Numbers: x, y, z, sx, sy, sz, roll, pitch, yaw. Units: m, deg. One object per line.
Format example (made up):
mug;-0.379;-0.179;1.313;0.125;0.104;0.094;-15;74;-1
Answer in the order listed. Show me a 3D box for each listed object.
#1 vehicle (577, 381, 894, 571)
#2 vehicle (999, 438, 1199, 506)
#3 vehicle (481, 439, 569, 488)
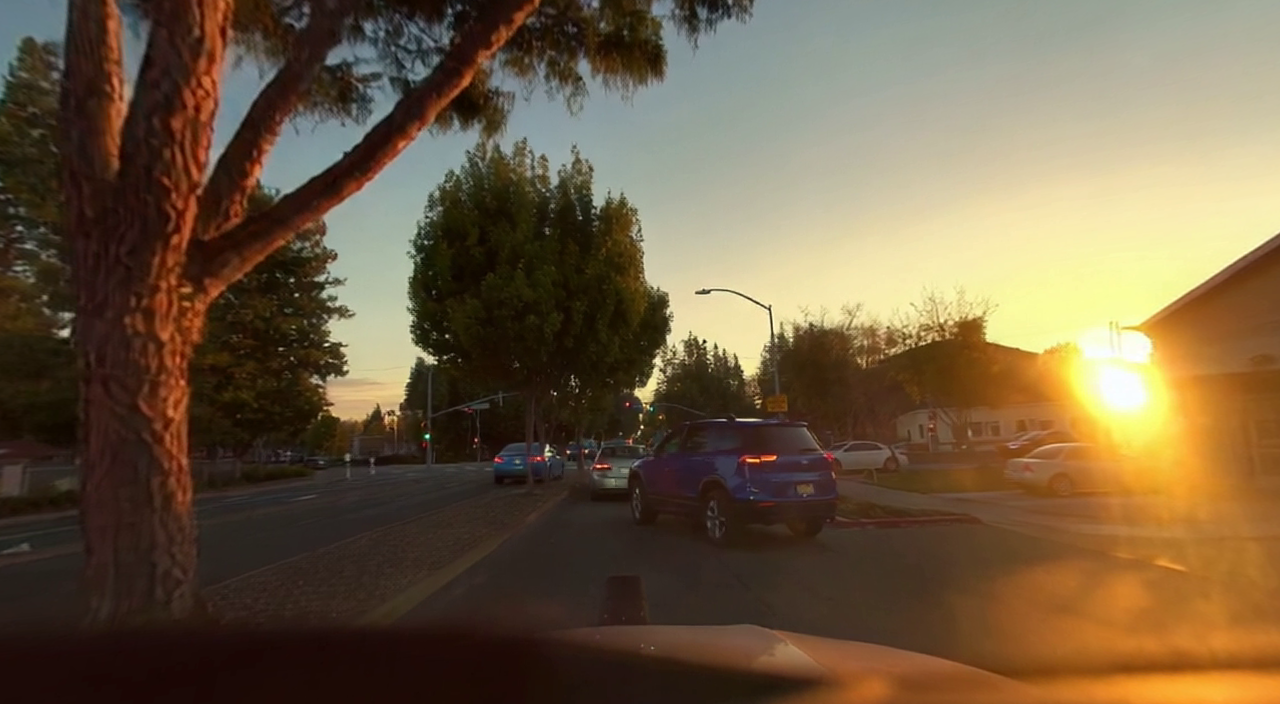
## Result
vehicle;0.987;1.653;9.093;2.052;1.955;4.642;5;-10;-29
vehicle;12.245;3.201;16.960;3.871;1.525;1.835;-3;-9;0
vehicle;-3.722;3.689;21.178;2.026;1.466;4.282;0;-8;2
